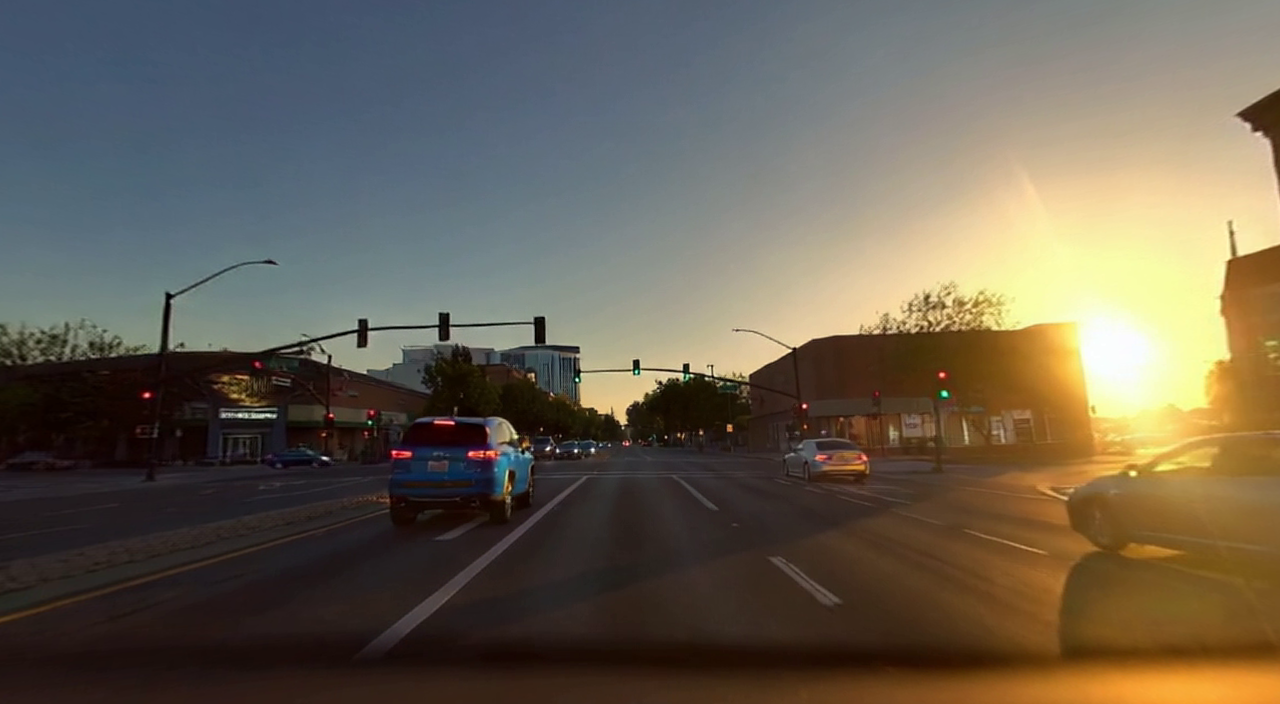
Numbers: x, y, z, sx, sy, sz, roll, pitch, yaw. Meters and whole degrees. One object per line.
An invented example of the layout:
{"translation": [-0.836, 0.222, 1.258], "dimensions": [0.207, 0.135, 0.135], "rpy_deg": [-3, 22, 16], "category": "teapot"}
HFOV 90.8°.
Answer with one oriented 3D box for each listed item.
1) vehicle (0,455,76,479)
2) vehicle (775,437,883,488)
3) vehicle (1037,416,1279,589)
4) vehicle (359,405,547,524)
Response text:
{"translation": [-41.316, 7.749, 42.531], "dimensions": [4.733, 1.500, 1.814], "rpy_deg": [0, -8, -2], "category": "vehicle"}
{"translation": [6.091, 3.612, 21.031], "dimensions": [1.972, 1.476, 4.775], "rpy_deg": [0, -8, -2], "category": "vehicle"}
{"translation": [6.743, 1.479, 6.548], "dimensions": [2.014, 1.539, 4.852], "rpy_deg": [0, -8, -1], "category": "vehicle"}
{"translation": [-3.347, 2.160, 12.644], "dimensions": [2.313, 1.883, 5.016], "rpy_deg": [0, -8, -1], "category": "vehicle"}
